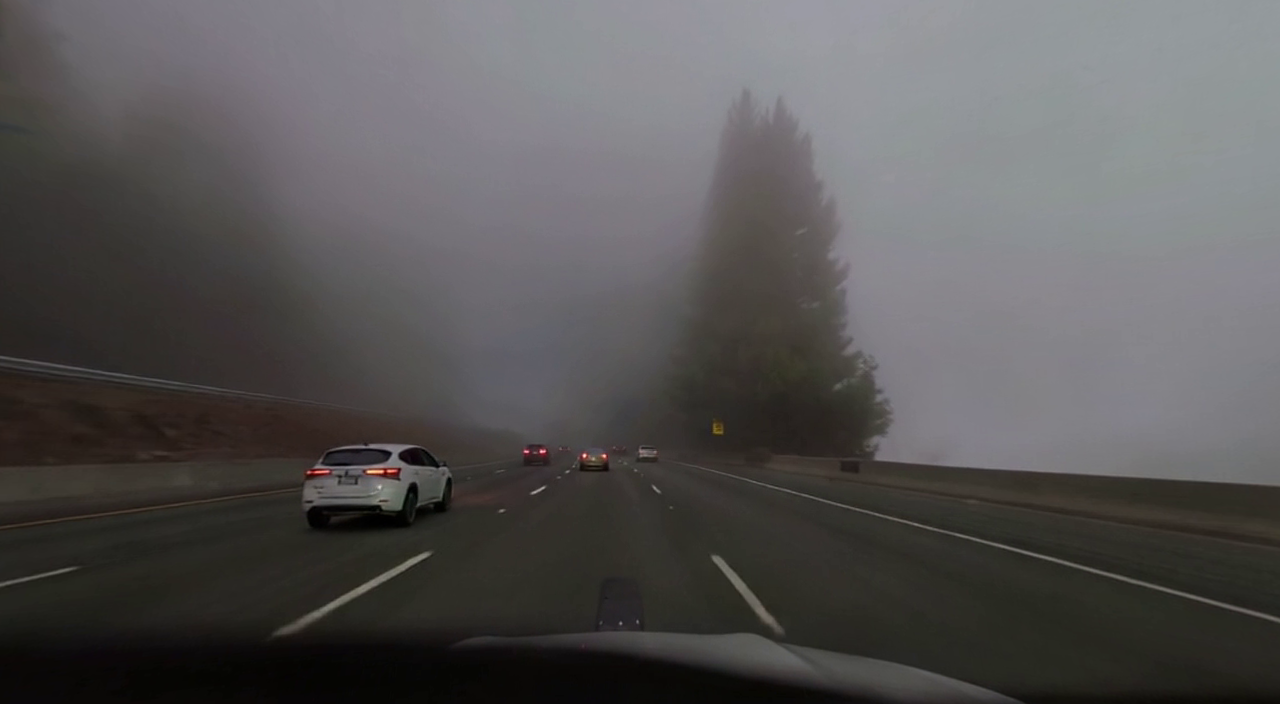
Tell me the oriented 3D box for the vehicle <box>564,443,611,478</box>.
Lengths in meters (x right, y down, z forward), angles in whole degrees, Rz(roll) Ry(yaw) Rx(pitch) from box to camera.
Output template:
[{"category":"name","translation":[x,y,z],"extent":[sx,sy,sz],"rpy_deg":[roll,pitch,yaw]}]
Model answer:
[{"category":"vehicle","translation":[-2.293,4.868,28.518],"extent":[1.947,1.437,4.345],"rpy_deg":[1,-9,-3]}]

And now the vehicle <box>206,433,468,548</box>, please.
[{"category":"vehicle","translation":[-4.662,2.195,10.830],"extent":[2.049,1.482,4.981],"rpy_deg":[0,-9,-1]}]

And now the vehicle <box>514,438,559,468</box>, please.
[{"category":"vehicle","translation":[-6.450,6.382,39.898],"extent":[2.244,1.755,4.417],"rpy_deg":[1,-9,-2]}]

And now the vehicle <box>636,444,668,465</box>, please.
[{"category":"vehicle","translation":[0.842,7.516,46.614],"extent":[2.021,1.447,3.985],"rpy_deg":[1,-9,-4]}]
